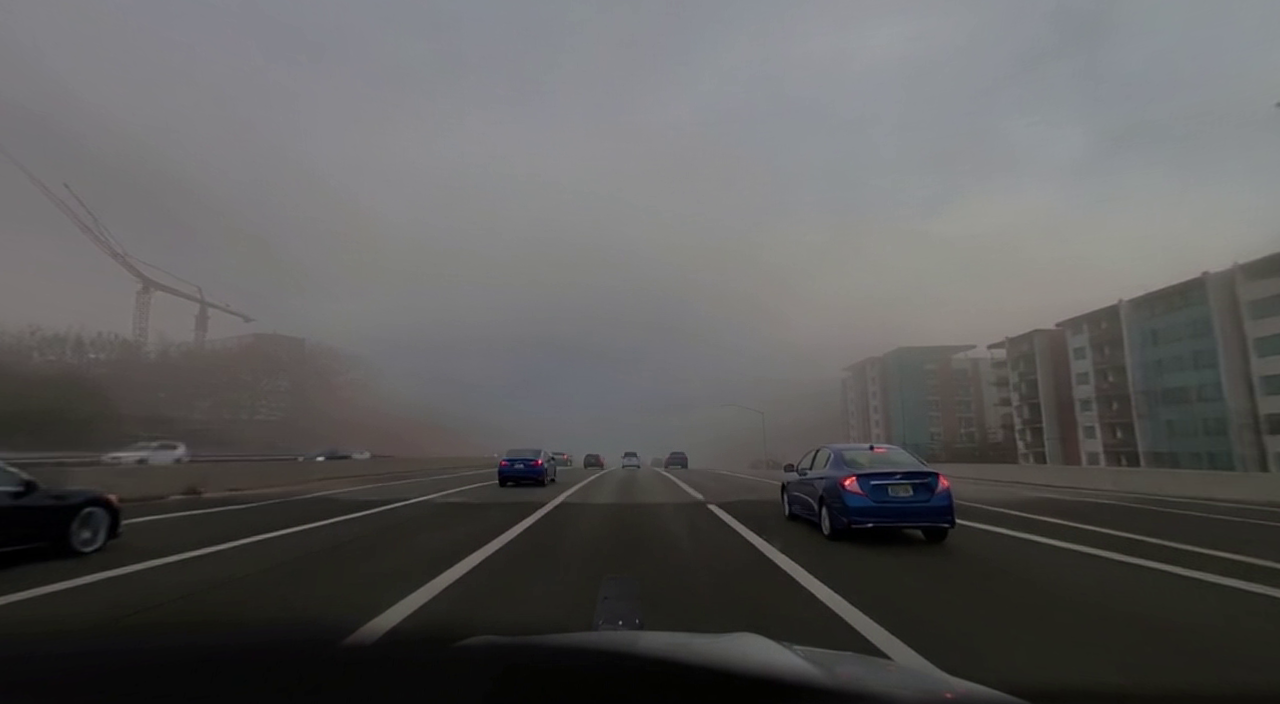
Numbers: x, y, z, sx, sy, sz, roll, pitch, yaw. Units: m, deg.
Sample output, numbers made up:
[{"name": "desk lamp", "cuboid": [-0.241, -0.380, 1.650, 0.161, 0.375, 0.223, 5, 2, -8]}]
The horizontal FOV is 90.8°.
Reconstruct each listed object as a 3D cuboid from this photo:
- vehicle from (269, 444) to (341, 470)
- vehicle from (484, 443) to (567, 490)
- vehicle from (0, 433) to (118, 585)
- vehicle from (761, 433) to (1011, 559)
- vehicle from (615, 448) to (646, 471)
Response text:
[{"name": "vehicle", "cuboid": [-20.396, 6.403, 38.708, 1.848, 1.498, 4.626, 0, -8, 0]}, {"name": "vehicle", "cuboid": [-4.023, 4.087, 23.018, 2.136, 1.512, 4.488, 0, -8, 1]}, {"name": "vehicle", "cuboid": [-7.497, 1.493, 5.706, 1.951, 1.528, 4.209, 0, -8, 0]}, {"name": "vehicle", "cuboid": [3.376, 2.053, 9.835, 1.995, 1.486, 4.463, 0, -8, -1]}, {"name": "vehicle", "cuboid": [-0.624, 7.364, 43.383, 2.019, 1.472, 3.971, 0, -8, -1]}]
